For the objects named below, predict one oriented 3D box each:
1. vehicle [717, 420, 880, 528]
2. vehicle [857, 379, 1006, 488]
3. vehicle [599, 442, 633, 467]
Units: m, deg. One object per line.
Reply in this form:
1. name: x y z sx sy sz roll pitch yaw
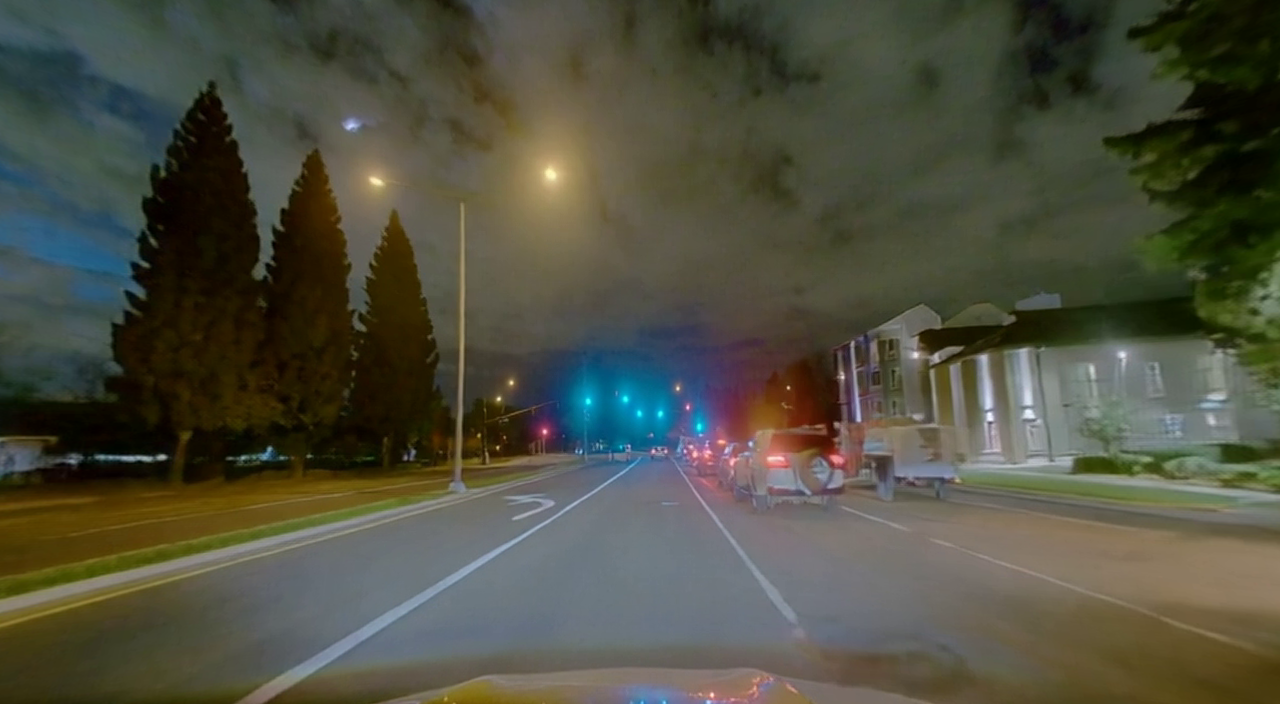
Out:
1. vehicle: 2.786 2.274 12.315 2.052 1.693 4.554 0 -9 1
2. vehicle: 6.869 2.013 15.375 1.933 2.309 3.468 -1 -9 1
3. vehicle: -1.695 7.437 45.917 2.083 1.691 4.398 -1 -9 3
